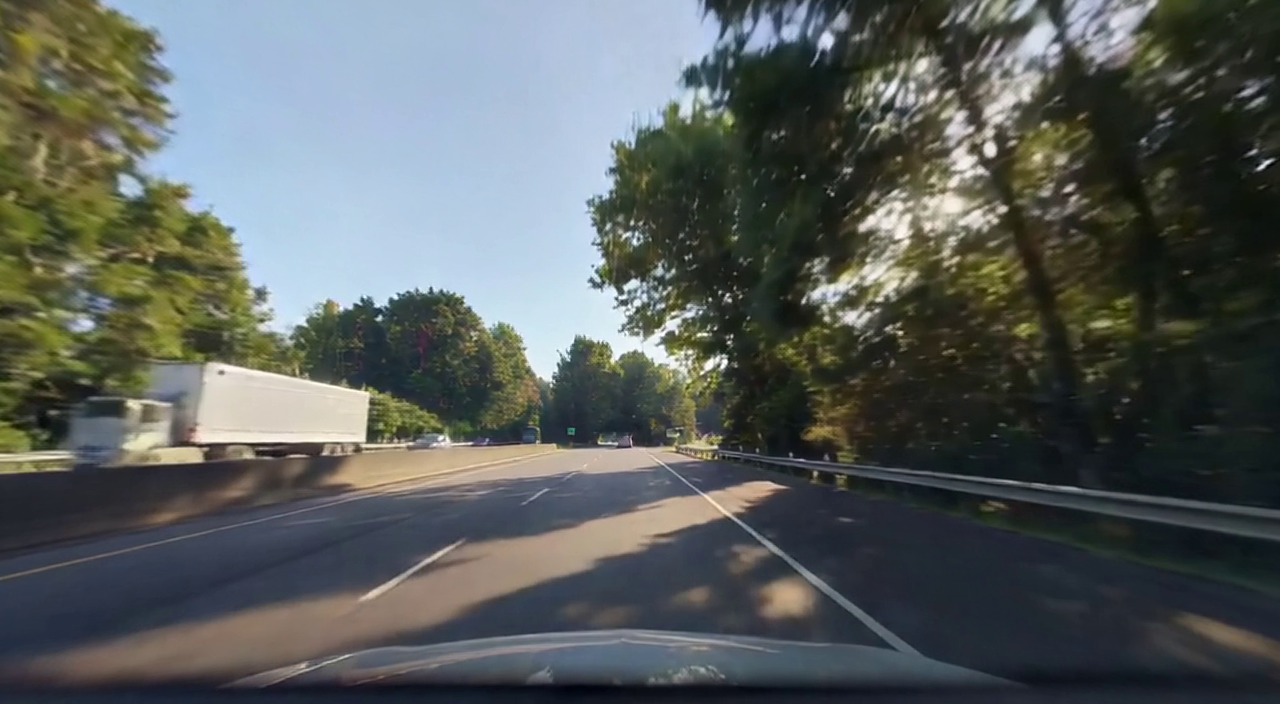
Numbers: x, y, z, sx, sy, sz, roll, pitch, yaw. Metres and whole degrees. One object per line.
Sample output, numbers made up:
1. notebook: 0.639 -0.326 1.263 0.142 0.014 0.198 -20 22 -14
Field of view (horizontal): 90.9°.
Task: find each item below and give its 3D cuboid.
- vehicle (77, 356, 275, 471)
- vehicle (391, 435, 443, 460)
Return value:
1. vehicle: -17.096 2.427 23.883 2.903 3.816 5.854 0 -8 0
2. vehicle: -12.791 5.467 36.312 1.846 1.358 3.271 0 -8 0
